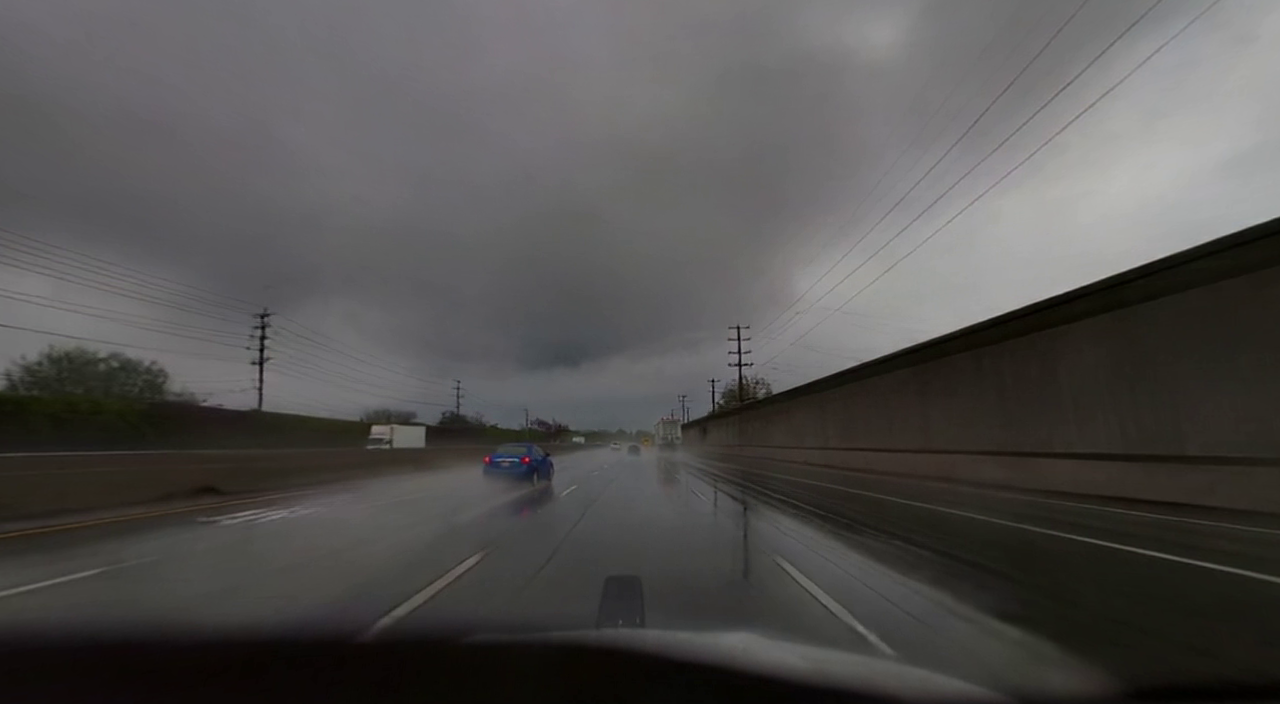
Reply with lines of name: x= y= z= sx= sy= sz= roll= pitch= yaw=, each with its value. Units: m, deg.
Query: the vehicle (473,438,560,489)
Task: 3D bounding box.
vehicle: x=-3.965 y=3.667 z=21.061 sx=2.009 sy=1.533 sz=4.175 roll=0 pitch=-9 yaw=1
